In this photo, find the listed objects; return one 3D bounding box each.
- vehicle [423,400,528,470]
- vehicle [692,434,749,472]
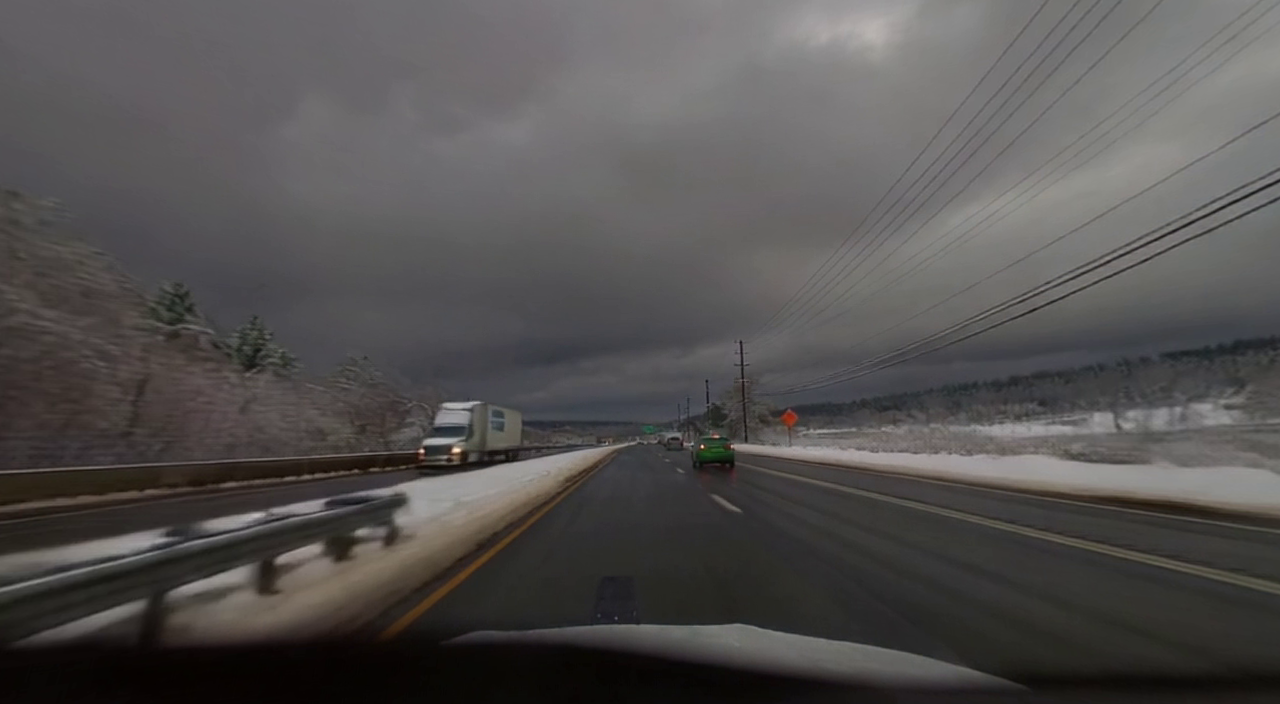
[{"bbox_3d":[-11.201,6.108,45.571,3.267,4.085,16.559,-1,-8,0],"label":"vehicle"},{"bbox_3d":[3.600,4.609,28.911,1.977,1.581,4.428,0,-8,-1],"label":"vehicle"}]
